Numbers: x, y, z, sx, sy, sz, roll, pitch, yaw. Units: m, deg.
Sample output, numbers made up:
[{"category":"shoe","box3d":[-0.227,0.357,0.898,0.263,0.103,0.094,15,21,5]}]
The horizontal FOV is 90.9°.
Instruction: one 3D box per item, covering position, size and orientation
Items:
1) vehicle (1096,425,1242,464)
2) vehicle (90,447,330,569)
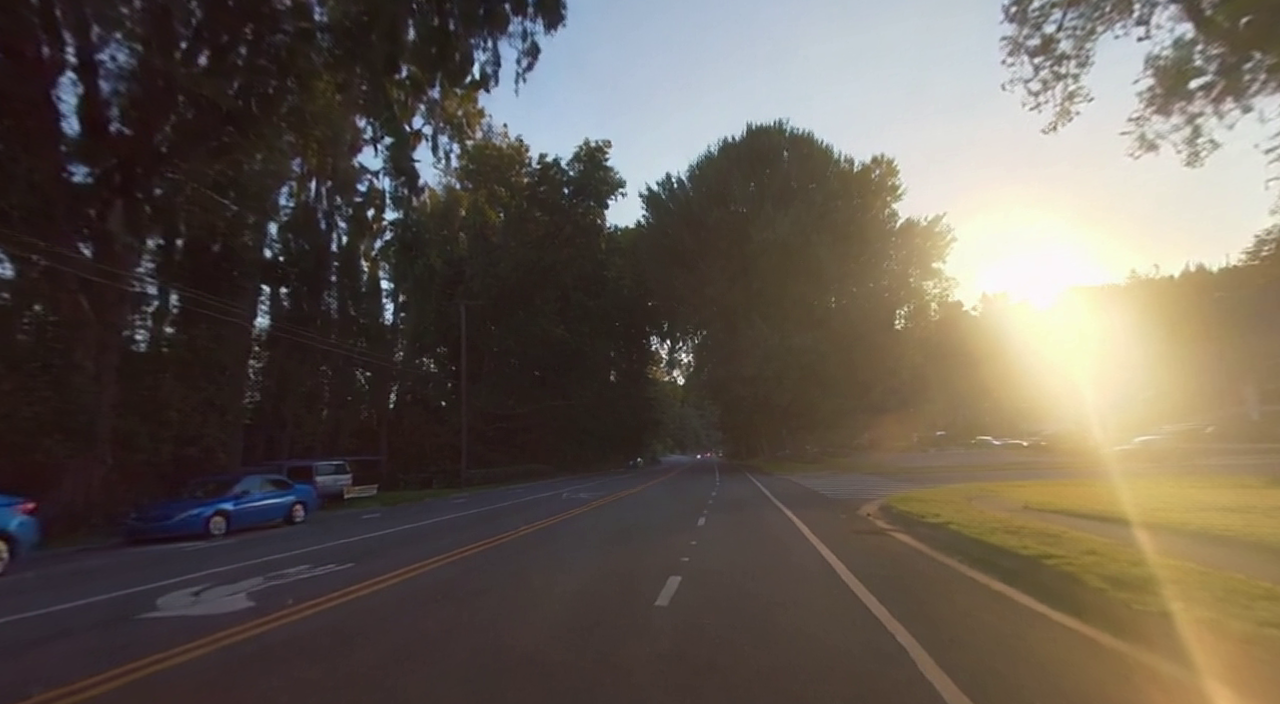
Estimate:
[{"category":"vehicle","box3d":[25.936,4.580,31.117,4.955,1.814,2.166,-1,-8,9]},{"category":"vehicle","box3d":[-9.747,3.471,14.835,2.087,1.700,4.467,-5,-1,9]}]
